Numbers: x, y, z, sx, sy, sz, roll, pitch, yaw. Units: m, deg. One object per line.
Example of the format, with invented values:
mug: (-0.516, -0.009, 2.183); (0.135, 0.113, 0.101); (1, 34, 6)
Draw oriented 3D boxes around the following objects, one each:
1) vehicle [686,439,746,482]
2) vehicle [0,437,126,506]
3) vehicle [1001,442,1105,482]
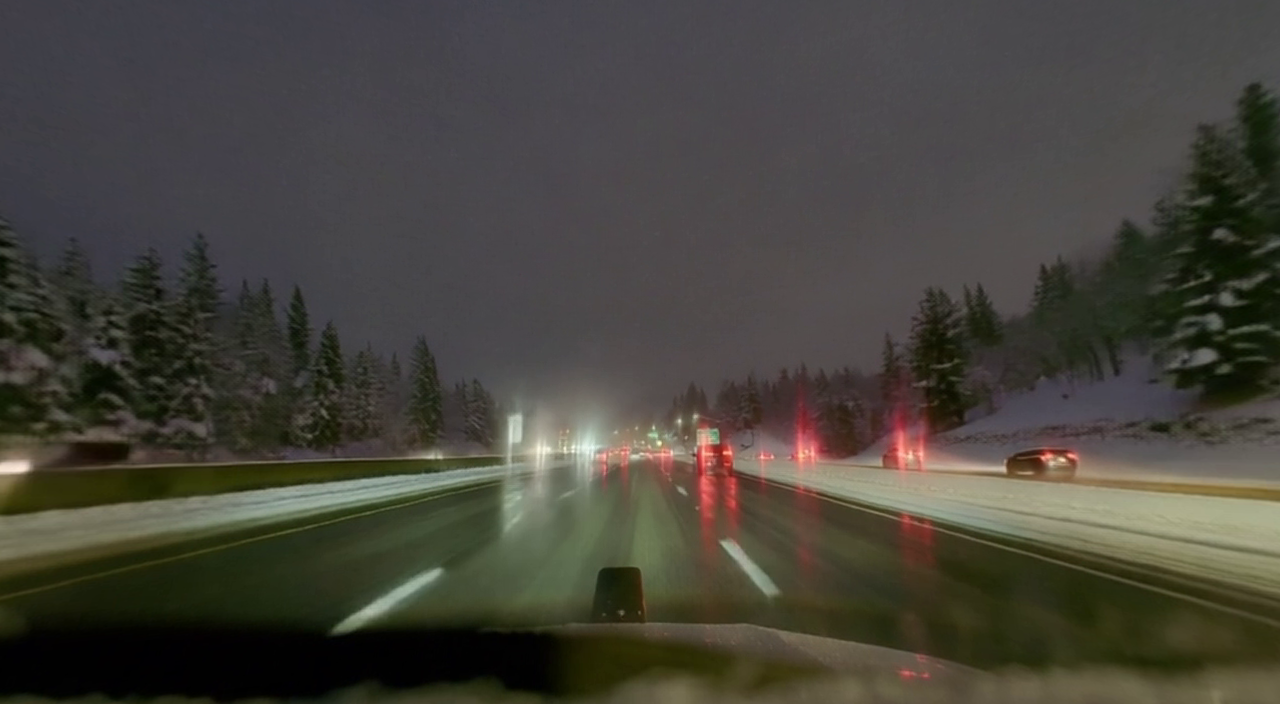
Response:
vehicle: (3.335, 4.864, 28.540); (2.147, 1.794, 4.538); (0, -9, 0)
vehicle: (-18.106, 3.384, 18.118); (2.066, 1.824, 5.243); (0, -9, 2)
vehicle: (20.285, 5.401, 31.249); (2.116, 1.754, 4.727); (0, -9, 3)
